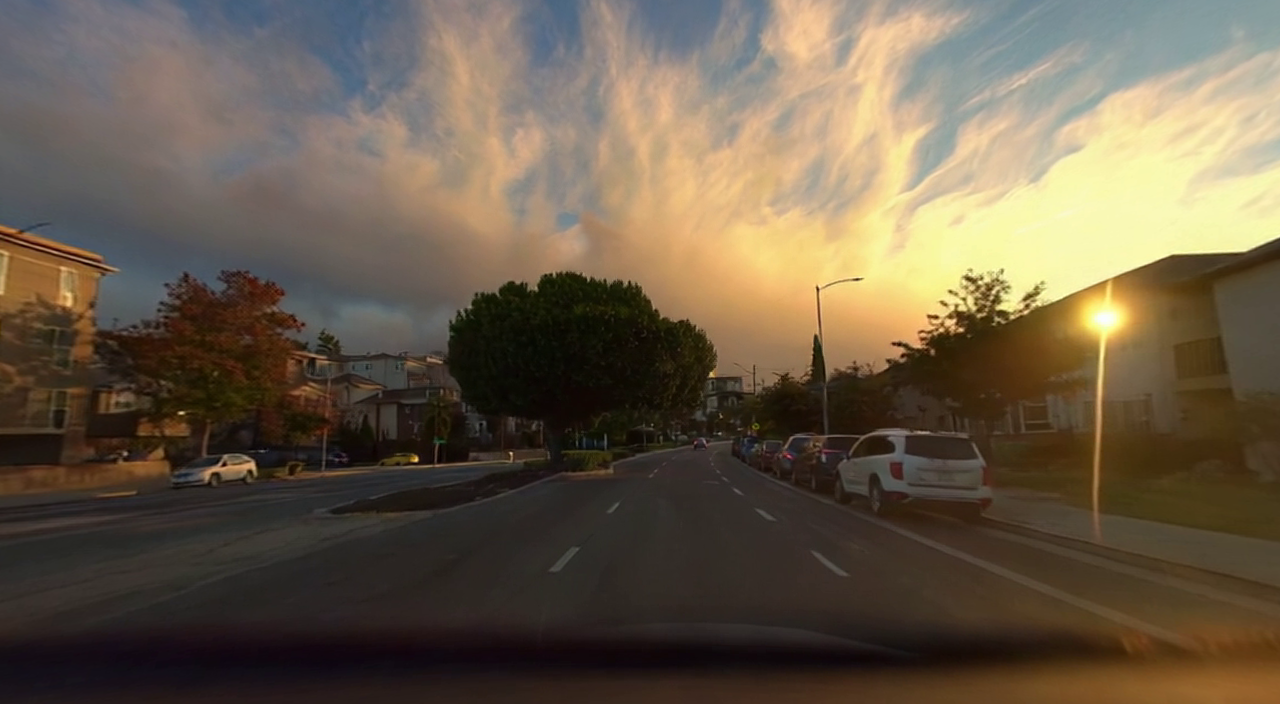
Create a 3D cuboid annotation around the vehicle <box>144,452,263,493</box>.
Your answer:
[{"bbox_3d":[-21.651,5.954,31.620,2.060,1.814,5.097,-1,-8,4],"label":"vehicle"}]

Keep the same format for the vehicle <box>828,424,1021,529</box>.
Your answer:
[{"bbox_3d":[5.152,2.289,12.143,2.011,1.649,4.001,-1,-8,3],"label":"vehicle"}]

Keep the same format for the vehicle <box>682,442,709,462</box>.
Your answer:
[{"bbox_3d":[4.402,7.801,49.484,2.011,1.480,4.170,-1,-8,6],"label":"vehicle"}]

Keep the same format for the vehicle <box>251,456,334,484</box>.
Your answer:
[{"bbox_3d":[-20.789,7.061,37.968,1.909,1.451,4.757,-1,-8,6],"label":"vehicle"}]
